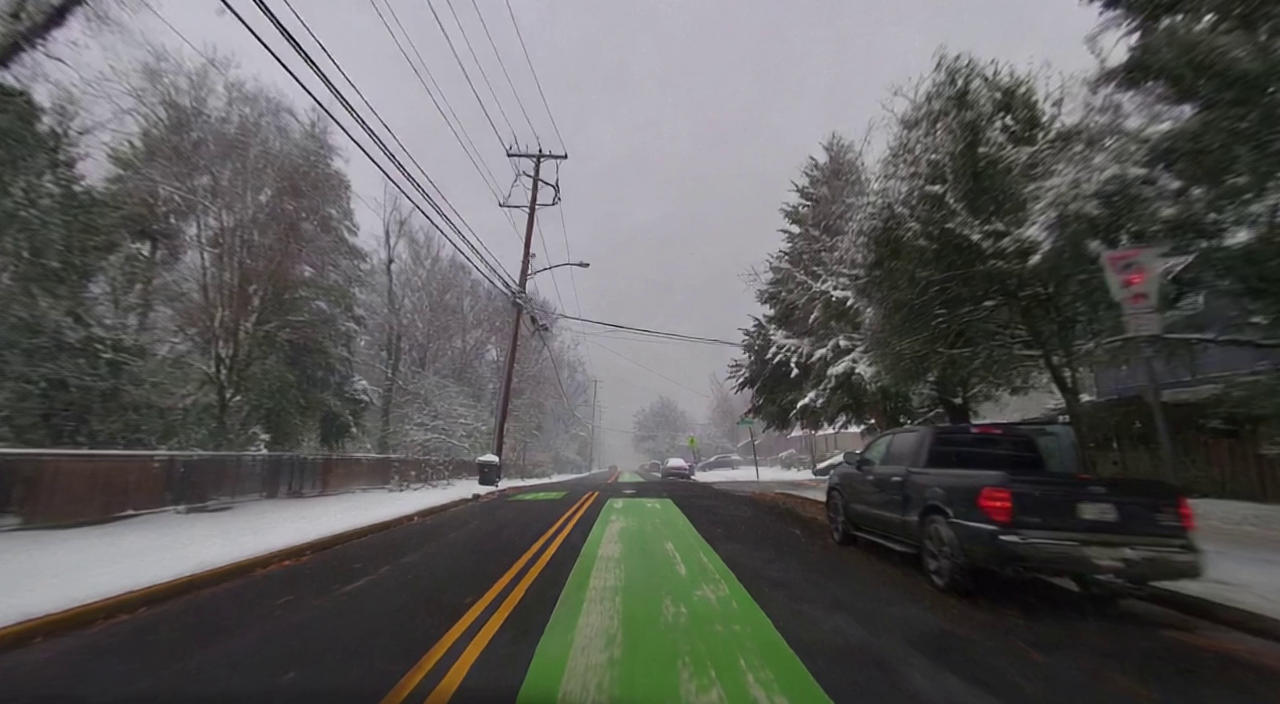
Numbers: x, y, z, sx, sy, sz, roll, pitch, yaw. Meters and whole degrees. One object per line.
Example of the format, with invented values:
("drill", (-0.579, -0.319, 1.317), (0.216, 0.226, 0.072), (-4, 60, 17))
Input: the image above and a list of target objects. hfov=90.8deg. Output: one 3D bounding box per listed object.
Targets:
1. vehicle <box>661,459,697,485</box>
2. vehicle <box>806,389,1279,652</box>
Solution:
("vehicle", (2.623, 8.249, 43.857), (1.989, 1.545, 5.423), (0, -8, -2))
("vehicle", (3.452, 1.477, 6.680), (2.097, 1.742, 4.789), (0, -8, 0))
